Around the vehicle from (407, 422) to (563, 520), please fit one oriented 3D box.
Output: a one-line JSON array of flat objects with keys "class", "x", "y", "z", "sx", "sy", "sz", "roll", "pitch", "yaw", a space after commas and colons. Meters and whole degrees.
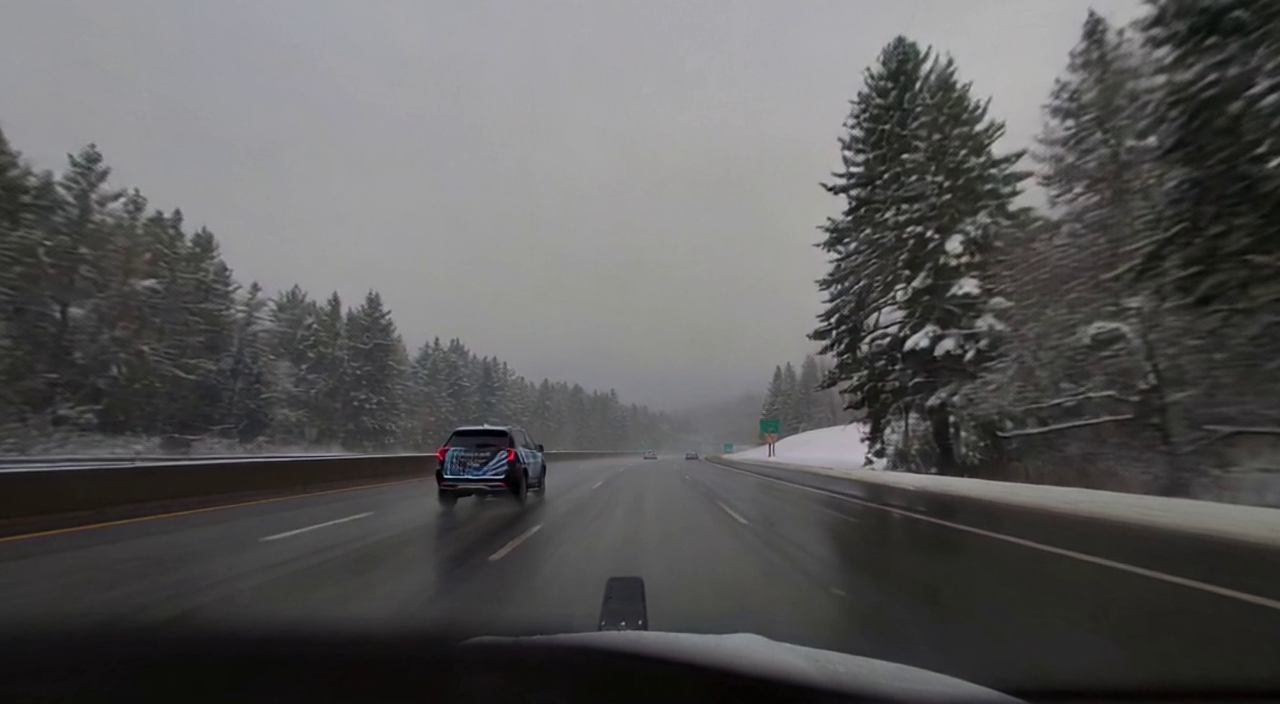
[{"class": "vehicle", "x": -3.189, "y": 2.578, "z": 14.204, "sx": 2.183, "sy": 1.803, "sz": 4.685, "roll": 0, "pitch": -8, "yaw": 2}]
